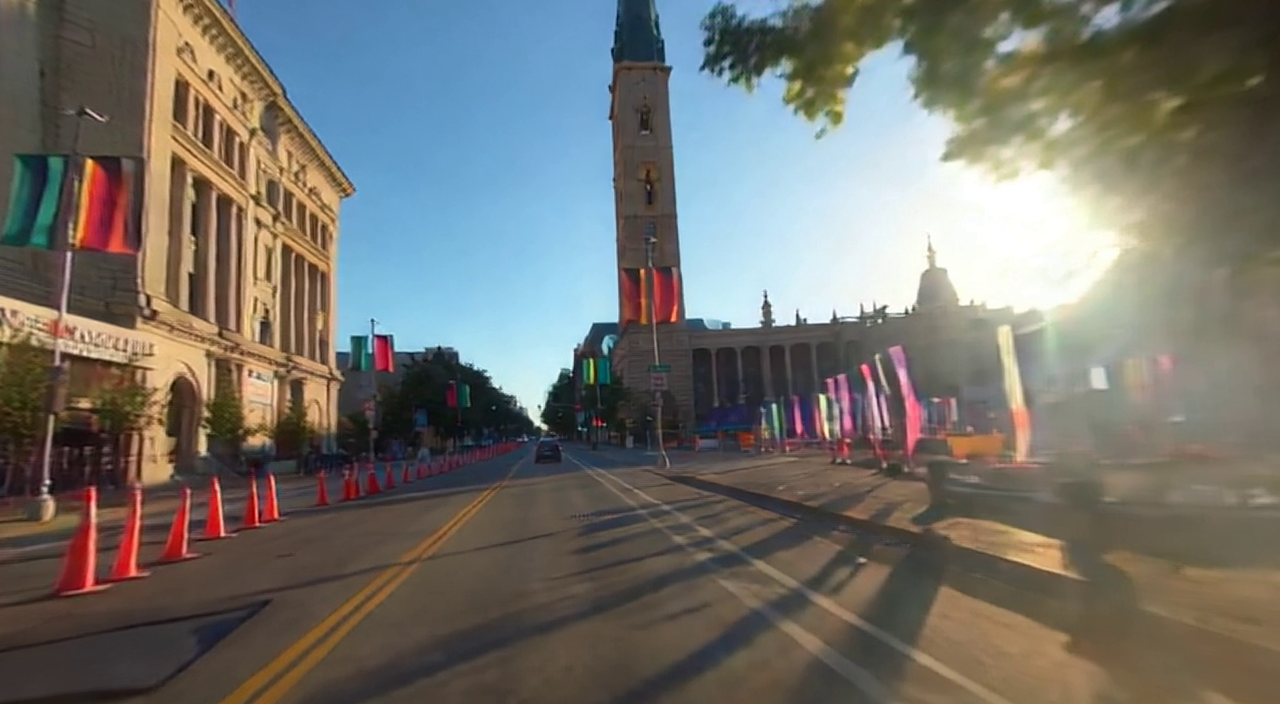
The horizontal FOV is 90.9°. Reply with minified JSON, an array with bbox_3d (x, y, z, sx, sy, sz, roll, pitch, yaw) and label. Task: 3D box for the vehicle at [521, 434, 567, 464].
[{"bbox_3d":[-5.123,5.145,33.620,2.216,1.492,4.725,2,-8,-9],"label":"vehicle"}]
